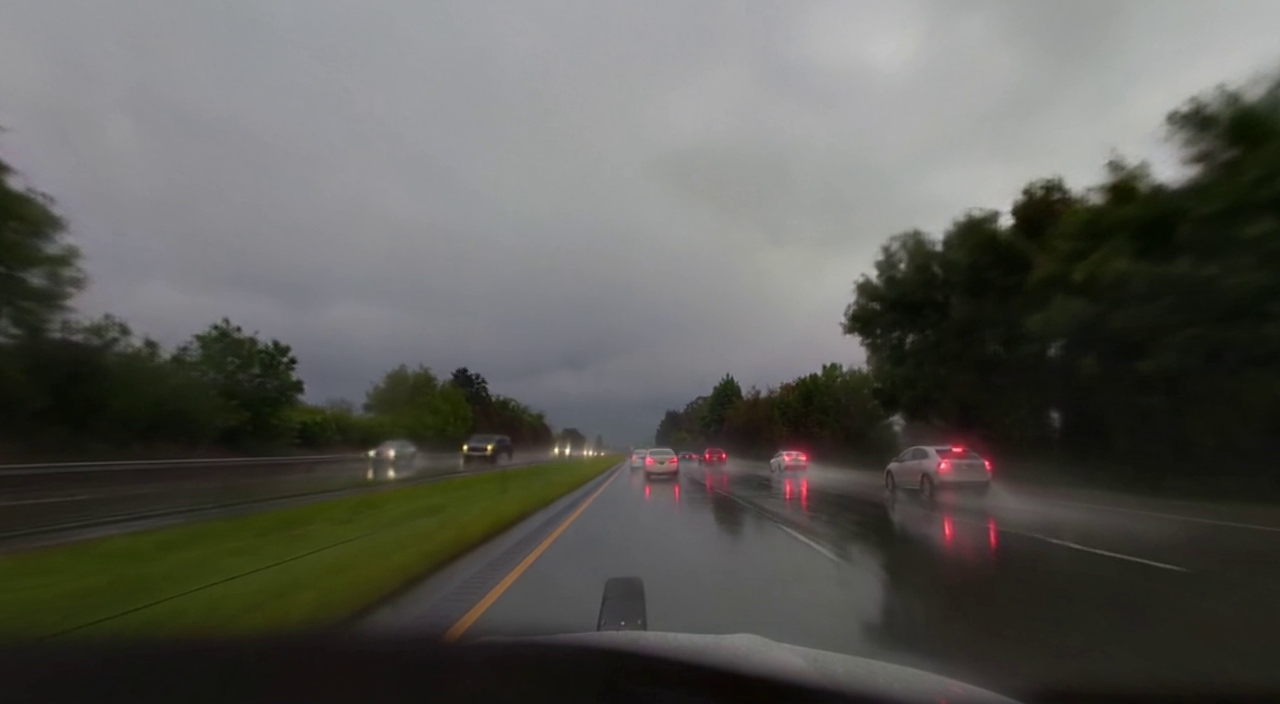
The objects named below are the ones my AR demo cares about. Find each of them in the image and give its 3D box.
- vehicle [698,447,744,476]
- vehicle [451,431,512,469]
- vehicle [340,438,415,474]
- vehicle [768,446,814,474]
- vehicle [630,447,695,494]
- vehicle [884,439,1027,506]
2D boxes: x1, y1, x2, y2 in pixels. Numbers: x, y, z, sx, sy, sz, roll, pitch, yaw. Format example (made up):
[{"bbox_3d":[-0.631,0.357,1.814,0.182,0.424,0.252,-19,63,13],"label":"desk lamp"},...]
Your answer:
[{"bbox_3d":[4.459,6.085,35.174,1.981,1.518,4.029,0,-9,-1],"label":"vehicle"},{"bbox_3d":[-8.571,5.383,34.495,2.055,1.897,4.576,0,-9,1],"label":"vehicle"},{"bbox_3d":[-12.409,4.959,30.072,1.835,1.583,4.021,0,-9,0],"label":"vehicle"},{"bbox_3d":[9.275,6.644,38.971,1.957,1.594,3.632,0,-9,0],"label":"vehicle"},{"bbox_3d":[0.715,4.014,21.689,2.020,1.426,3.702,0,-9,0],"label":"vehicle"},{"bbox_3d":[8.201,3.159,16.824,1.847,1.554,3.752,0,-9,0],"label":"vehicle"}]
